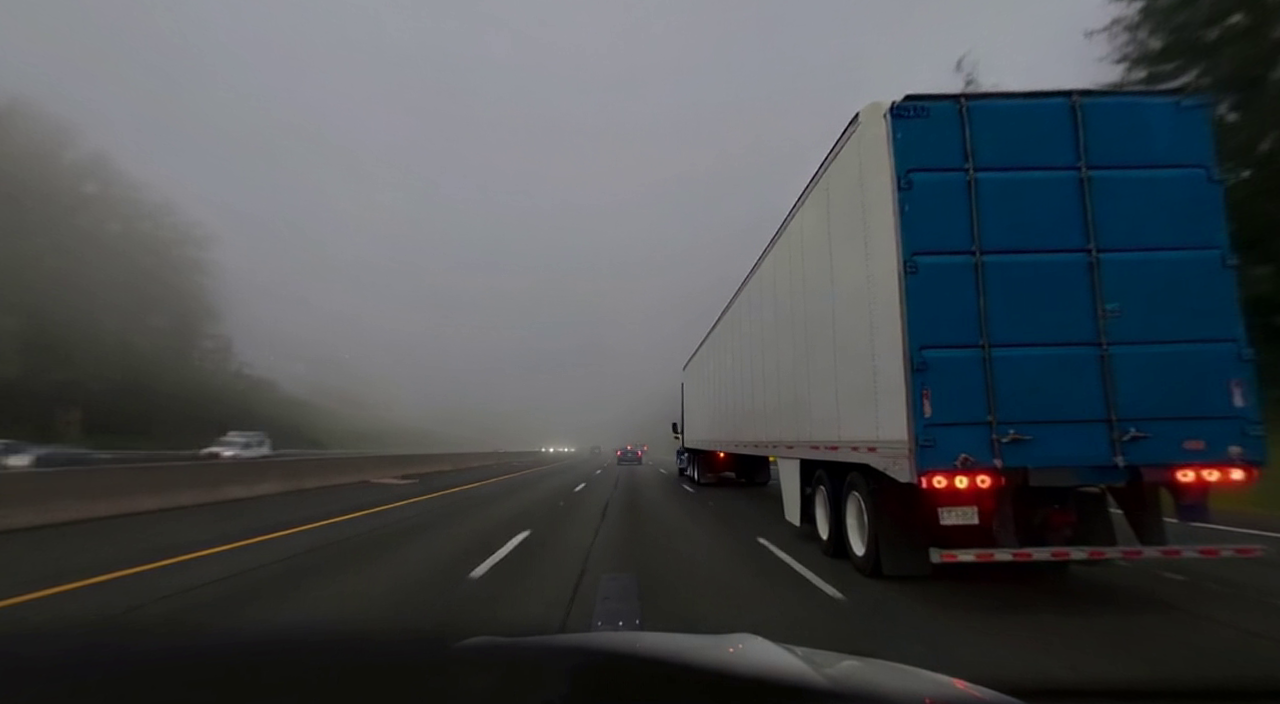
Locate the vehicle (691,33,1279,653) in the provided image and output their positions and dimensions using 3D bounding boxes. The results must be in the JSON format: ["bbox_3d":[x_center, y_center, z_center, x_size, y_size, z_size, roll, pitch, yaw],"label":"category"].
[{"bbox_3d":[3.279,1.015,12.051,2.996,4.123,15.965,0,-9,-1],"label":"vehicle"}]

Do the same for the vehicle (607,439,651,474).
[{"bbox_3d":[-0.606,5.475,33.143,2.191,1.685,4.015,0,-9,-2],"label":"vehicle"}]

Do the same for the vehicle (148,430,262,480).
[{"bbox_3d":[-20.604,4.914,30.262,2.051,2.191,4.865,0,-9,-2],"label":"vehicle"}]
